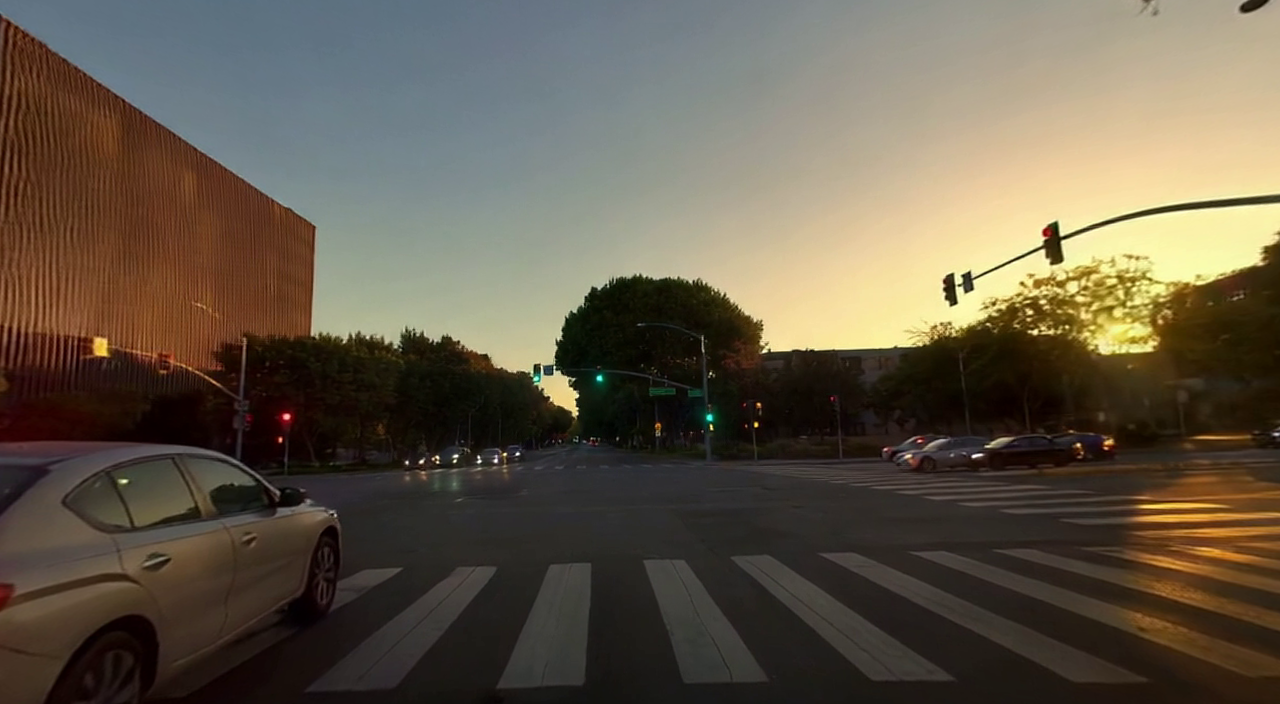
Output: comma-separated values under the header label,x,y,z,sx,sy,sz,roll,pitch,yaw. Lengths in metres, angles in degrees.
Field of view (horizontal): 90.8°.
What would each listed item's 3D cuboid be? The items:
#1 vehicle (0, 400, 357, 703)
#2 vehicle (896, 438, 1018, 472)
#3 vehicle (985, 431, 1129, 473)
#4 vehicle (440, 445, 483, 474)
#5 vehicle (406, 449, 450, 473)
label,x,y,z,sx,sy,sz,roll,pitch,yaw
vehicle,-3.072,0.950,2.358,1.919,1.478,4.720,0,-8,-1
vehicle,14.909,4.840,29.871,4.660,1.495,2.007,0,-8,-2
vehicle,15.703,3.784,23.944,4.181,1.483,1.831,0,-8,-3
vehicle,-12.883,7.724,45.823,2.051,1.715,4.346,-2,-6,-2
vehicle,-16.419,8.427,49.190,2.100,1.764,4.151,0,-8,-2
